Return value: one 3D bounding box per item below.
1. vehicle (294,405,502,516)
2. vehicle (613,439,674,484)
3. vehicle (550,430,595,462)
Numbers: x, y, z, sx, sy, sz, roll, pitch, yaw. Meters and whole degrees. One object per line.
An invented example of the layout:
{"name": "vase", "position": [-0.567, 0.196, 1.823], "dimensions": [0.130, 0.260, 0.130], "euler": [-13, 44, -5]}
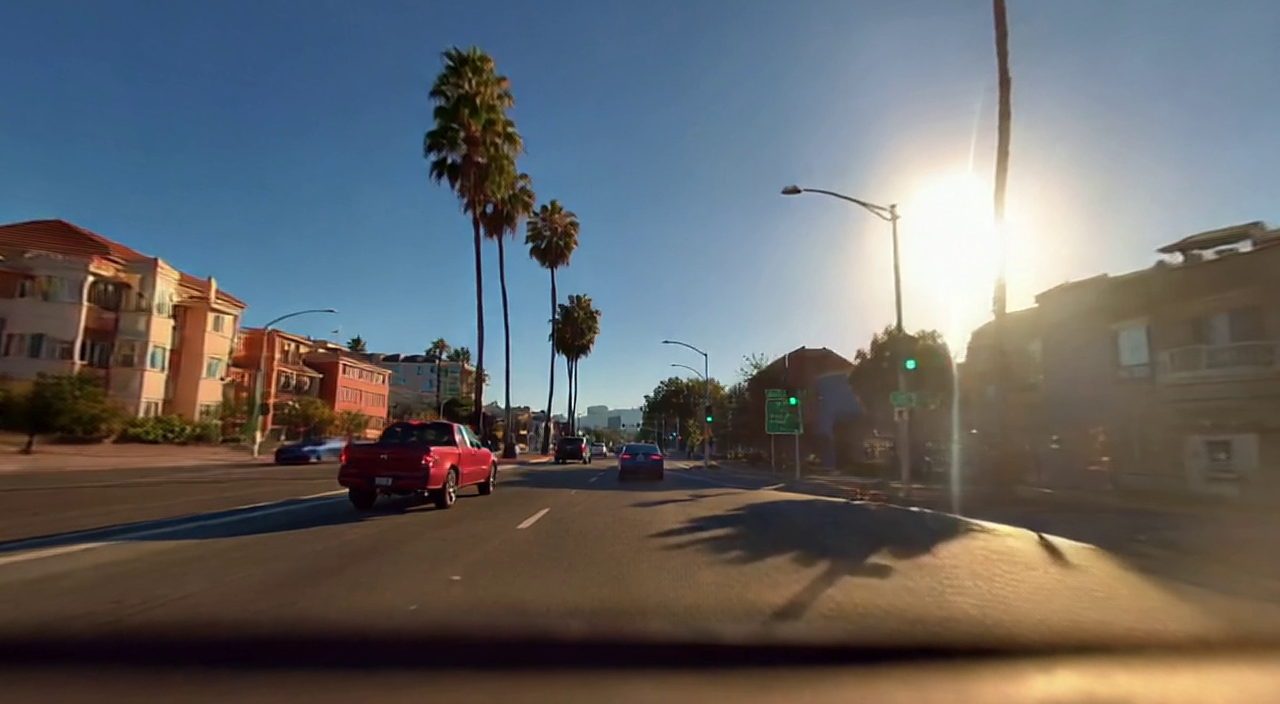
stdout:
{"name": "vehicle", "position": [-4.860, 2.329, 13.973], "dimensions": [2.187, 1.904, 6.103], "euler": [0, -8, 0]}
{"name": "vehicle", "position": [0.140, 4.121, 23.962], "dimensions": [2.122, 1.562, 4.152], "euler": [0, -8, 0]}
{"name": "vehicle", "position": [-4.638, 6.648, 44.294], "dimensions": [2.447, 2.062, 5.911], "euler": [0, -8, 1]}
